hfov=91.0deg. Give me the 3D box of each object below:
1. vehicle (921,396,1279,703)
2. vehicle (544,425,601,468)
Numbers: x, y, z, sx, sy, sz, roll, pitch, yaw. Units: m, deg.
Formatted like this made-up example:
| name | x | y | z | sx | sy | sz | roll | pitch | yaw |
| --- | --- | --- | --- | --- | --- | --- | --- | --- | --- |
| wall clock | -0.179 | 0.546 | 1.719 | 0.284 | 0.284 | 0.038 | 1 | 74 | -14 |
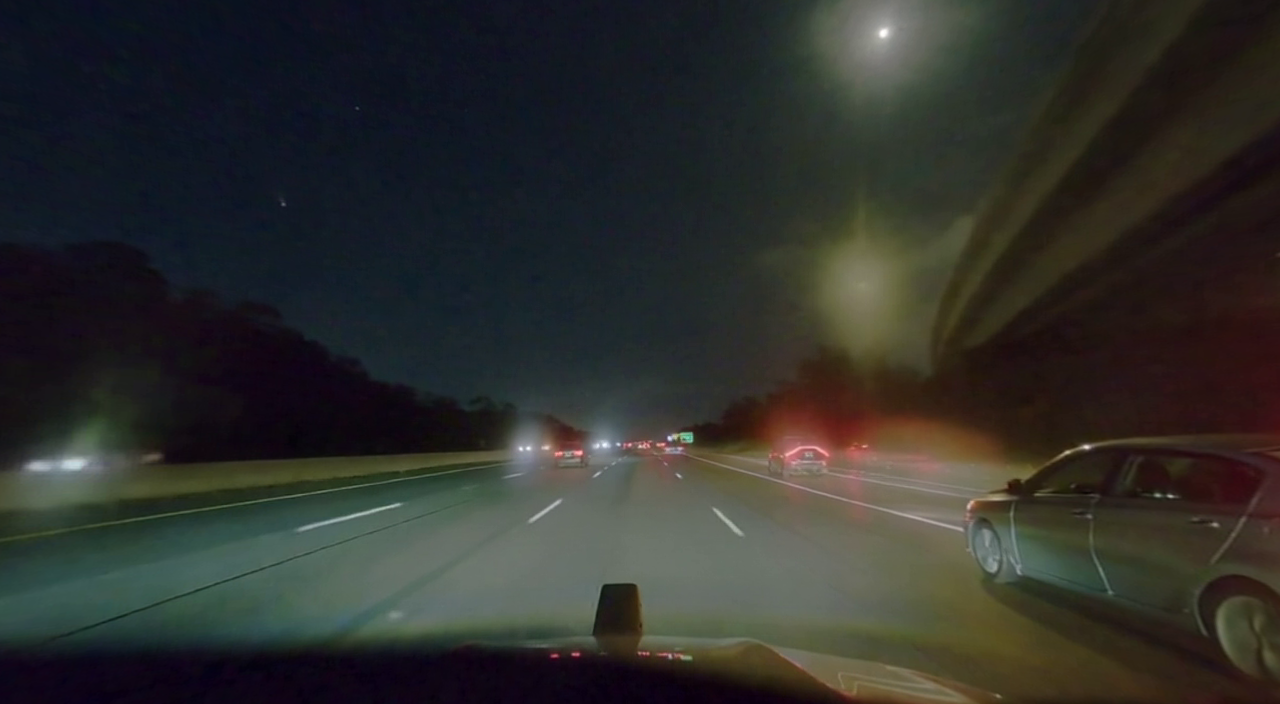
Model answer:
| name | x | y | z | sx | sy | sz | roll | pitch | yaw |
| --- | --- | --- | --- | --- | --- | --- | --- | --- | --- |
| vehicle | 3.628 | 1.076 | 3.334 | 2.047 | 1.532 | 4.884 | 0 | -9 | 0 |
| vehicle | -3.736 | 5.448 | 36.290 | 2.496 | 2.203 | 6.317 | 0 | -9 | 1 |
